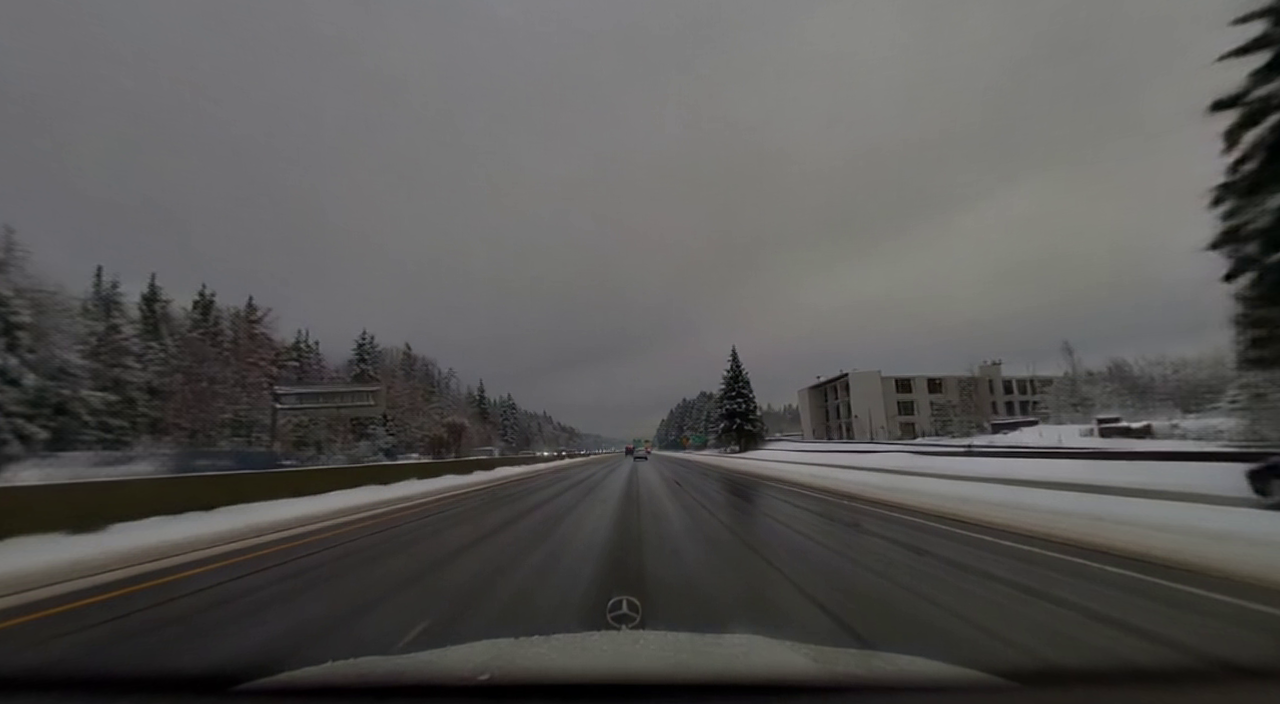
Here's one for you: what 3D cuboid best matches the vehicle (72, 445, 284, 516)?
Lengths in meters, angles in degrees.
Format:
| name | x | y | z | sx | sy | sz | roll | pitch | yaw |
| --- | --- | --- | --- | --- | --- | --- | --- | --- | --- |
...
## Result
| name | x | y | z | sx | sy | sz | roll | pitch | yaw |
| --- | --- | --- | --- | --- | --- | --- | --- | --- | --- |
| vehicle | -11.103 | 3.089 | 15.655 | 1.971 | 1.469 | 4.346 | 0 | -9 | 0 |

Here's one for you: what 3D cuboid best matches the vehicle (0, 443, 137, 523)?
| name | x | y | z | sx | sy | sz | roll | pitch | yaw |
| --- | --- | --- | --- | --- | --- | --- | --- | --- | --- |
| vehicle | -15.636 | 3.255 | 16.004 | 2.114 | 1.792 | 4.296 | 0 | -9 | 0 |

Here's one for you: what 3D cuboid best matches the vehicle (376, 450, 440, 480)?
| name | x | y | z | sx | sy | sz | roll | pitch | yaw |
| --- | --- | --- | --- | --- | --- | --- | --- | --- | --- |
| vehicle | -11.859 | 5.789 | 32.500 | 1.796 | 1.442 | 3.938 | 0 | -9 | 0 |
